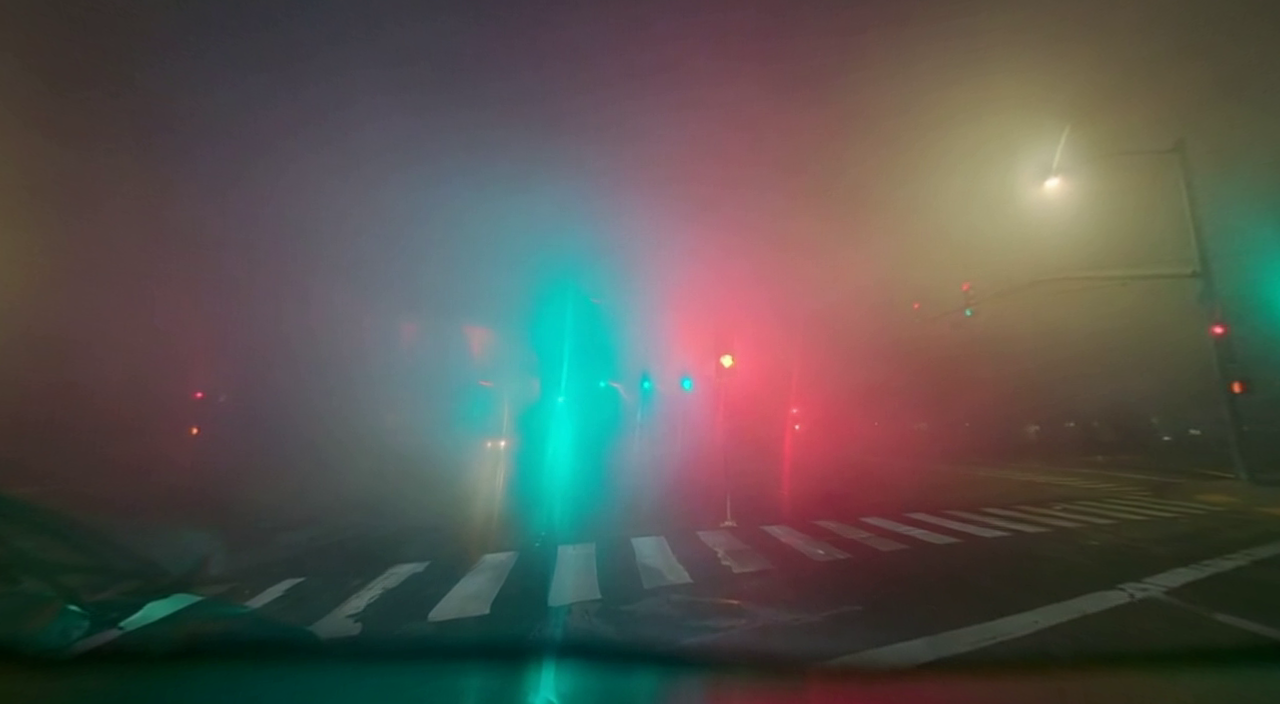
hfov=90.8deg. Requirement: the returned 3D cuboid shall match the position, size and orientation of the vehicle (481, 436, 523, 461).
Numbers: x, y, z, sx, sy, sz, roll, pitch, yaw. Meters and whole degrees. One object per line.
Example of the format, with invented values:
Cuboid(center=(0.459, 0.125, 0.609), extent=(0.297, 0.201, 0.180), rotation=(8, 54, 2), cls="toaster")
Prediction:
Cuboid(center=(-9.727, 6.826, 44.861), extent=(1.988, 1.692, 4.412), rotation=(0, -8, 0), cls="vehicle")
